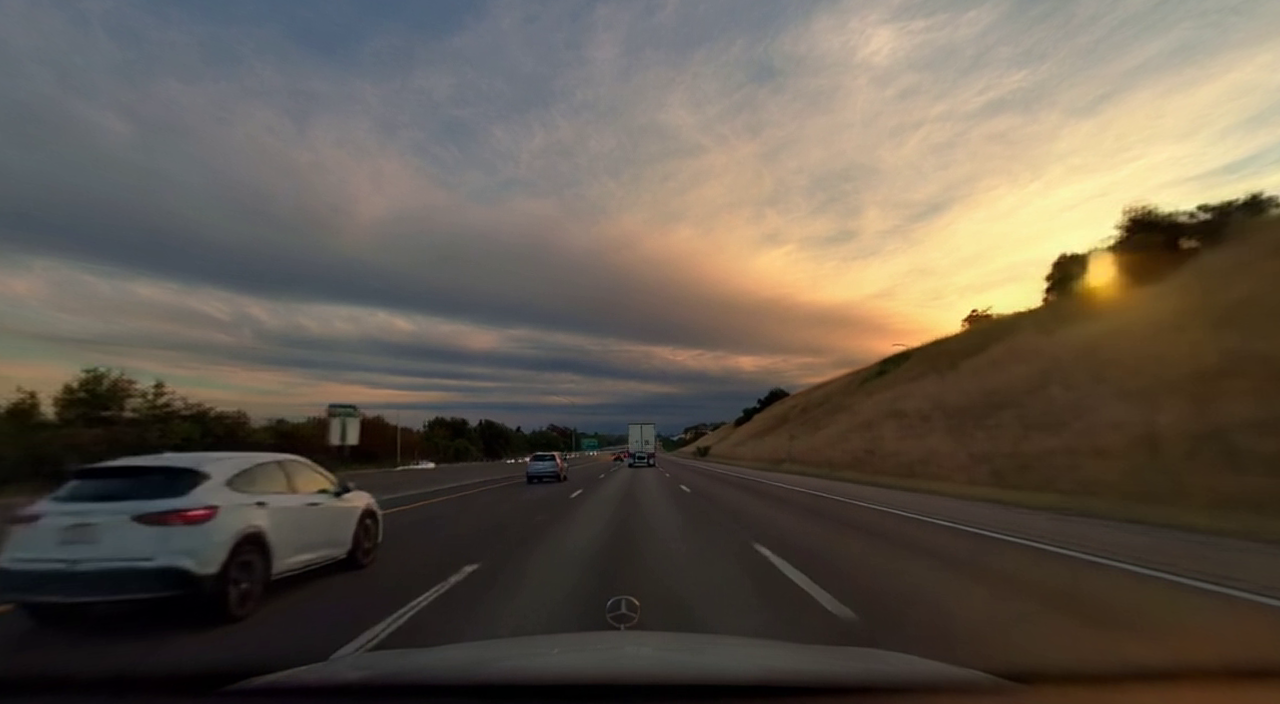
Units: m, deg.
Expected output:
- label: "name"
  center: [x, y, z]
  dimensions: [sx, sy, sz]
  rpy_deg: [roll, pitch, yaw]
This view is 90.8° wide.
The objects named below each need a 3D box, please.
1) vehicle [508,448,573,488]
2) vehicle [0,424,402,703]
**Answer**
- label: "vehicle"
  center: [-4.090, 4.864, 26.697]
  dimensions: [2.051, 1.537, 4.111]
  rpy_deg: [0, -9, 0]
- label: "vehicle"
  center: [-3.834, 1.398, 4.897]
  dimensions: [2.053, 1.489, 4.740]
  rpy_deg: [0, -9, 1]
